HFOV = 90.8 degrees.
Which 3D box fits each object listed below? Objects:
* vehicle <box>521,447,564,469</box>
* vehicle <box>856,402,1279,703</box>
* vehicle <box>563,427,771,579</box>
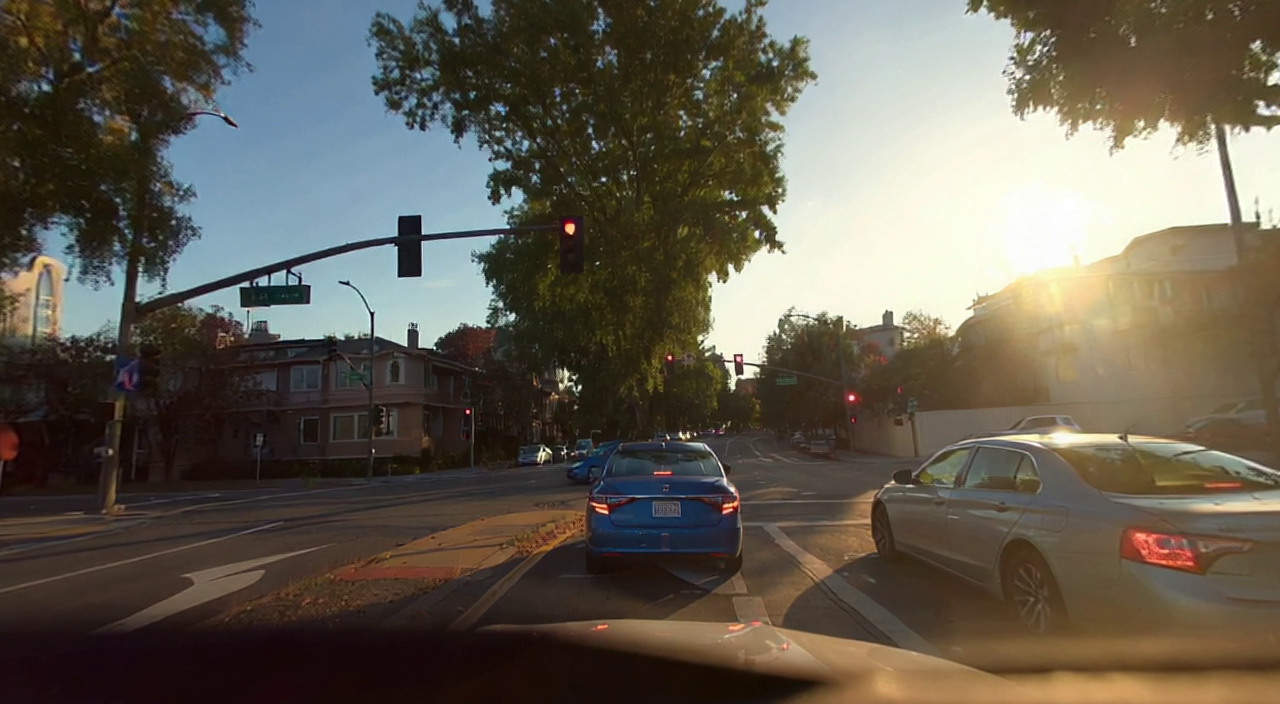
[{"bbox_3d":[-6.923,7.581,45.291,2.093,1.476,4.278,-1,-9,4],"label":"vehicle"},{"bbox_3d":[3.659,1.338,5.442,1.888,1.486,4.681,0,-9,-1],"label":"vehicle"},{"bbox_3d":[0.305,1.816,8.326,2.090,1.505,3.756,-1,-9,1],"label":"vehicle"}]
